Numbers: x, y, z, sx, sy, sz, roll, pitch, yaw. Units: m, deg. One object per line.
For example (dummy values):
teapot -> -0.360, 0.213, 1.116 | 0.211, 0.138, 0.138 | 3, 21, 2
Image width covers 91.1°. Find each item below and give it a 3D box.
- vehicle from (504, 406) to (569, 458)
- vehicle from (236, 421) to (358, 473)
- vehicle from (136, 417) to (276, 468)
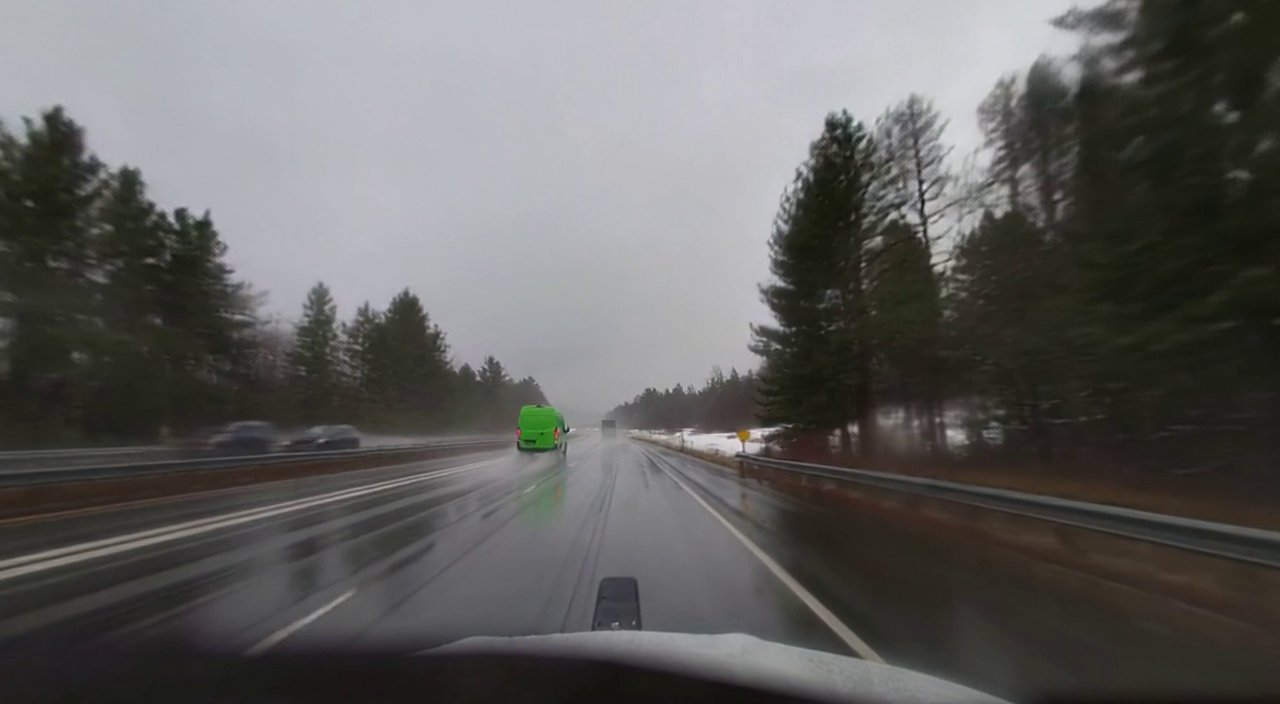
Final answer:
vehicle -> -5.300, 4.236, 33.135 | 2.561, 2.509, 5.465 | 0, -8, -1
vehicle -> -11.847, 3.298, 22.115 | 1.907, 1.590, 4.292 | 1, -8, -1
vehicle -> -15.534, 3.276, 22.869 | 1.965, 1.658, 4.405 | 0, -8, -1
